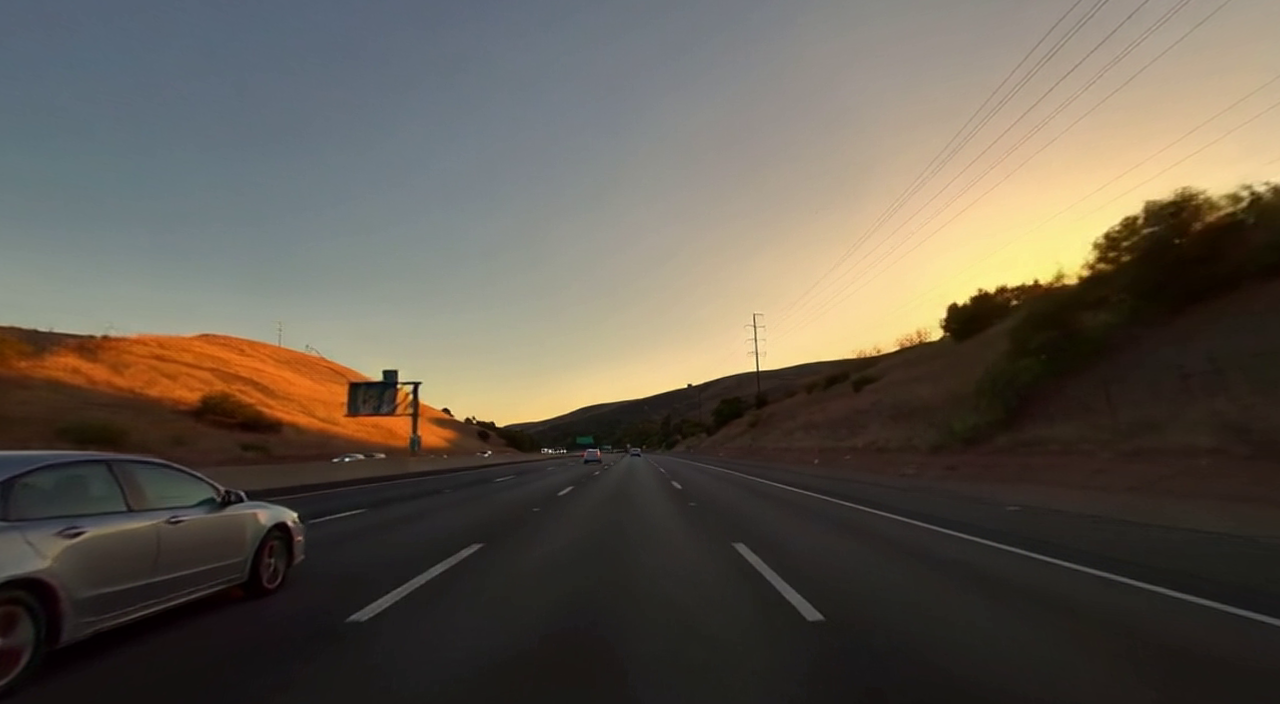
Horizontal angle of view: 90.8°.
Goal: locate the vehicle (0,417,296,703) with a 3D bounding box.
[{"bbox_3d":[-4.166,1.087,3.185,2.064,1.489,4.966,0,-9,0],"label":"vehicle"}]
